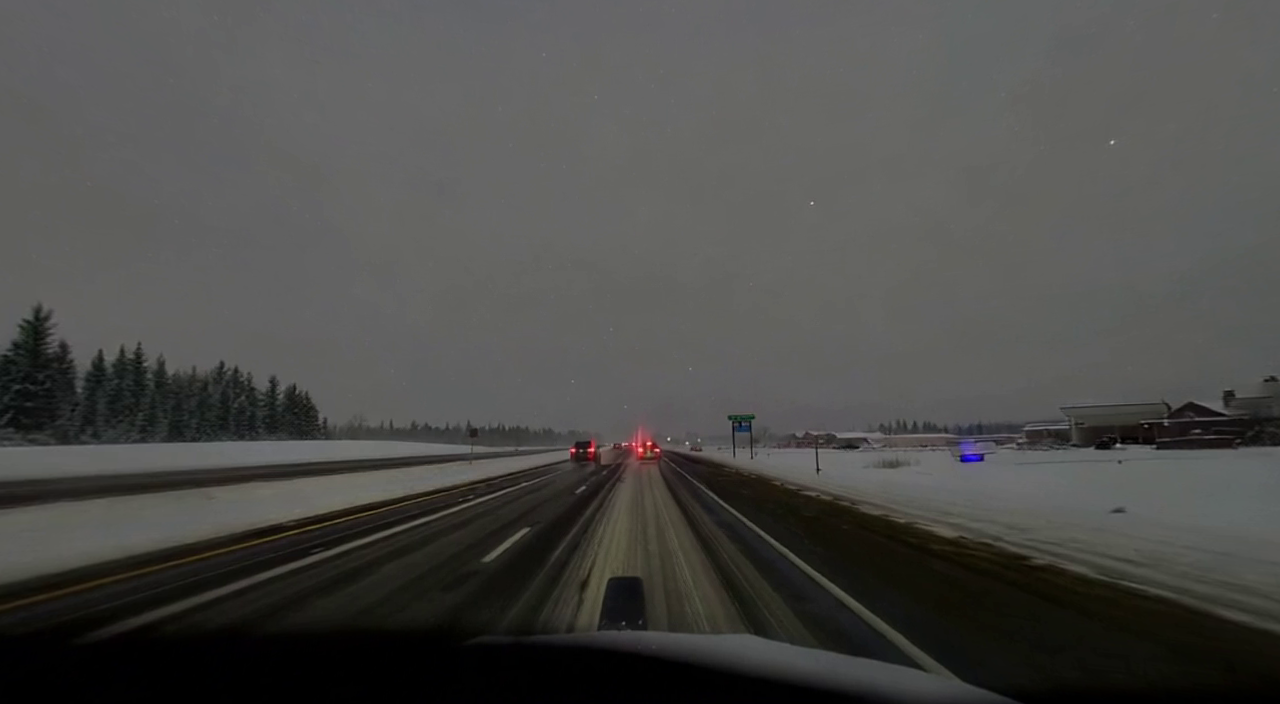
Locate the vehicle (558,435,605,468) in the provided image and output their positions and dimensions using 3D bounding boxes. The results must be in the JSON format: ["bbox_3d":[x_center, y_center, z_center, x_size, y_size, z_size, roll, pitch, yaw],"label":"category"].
[{"bbox_3d":[-3.704,6.457,41.116,2.403,1.946,5.623,0,-8,1],"label":"vehicle"}]

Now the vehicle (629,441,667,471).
[{"bbox_3d":[0.409,5.726,34.994,2.000,1.558,3.945,0,-8,0],"label":"vehicle"}]
